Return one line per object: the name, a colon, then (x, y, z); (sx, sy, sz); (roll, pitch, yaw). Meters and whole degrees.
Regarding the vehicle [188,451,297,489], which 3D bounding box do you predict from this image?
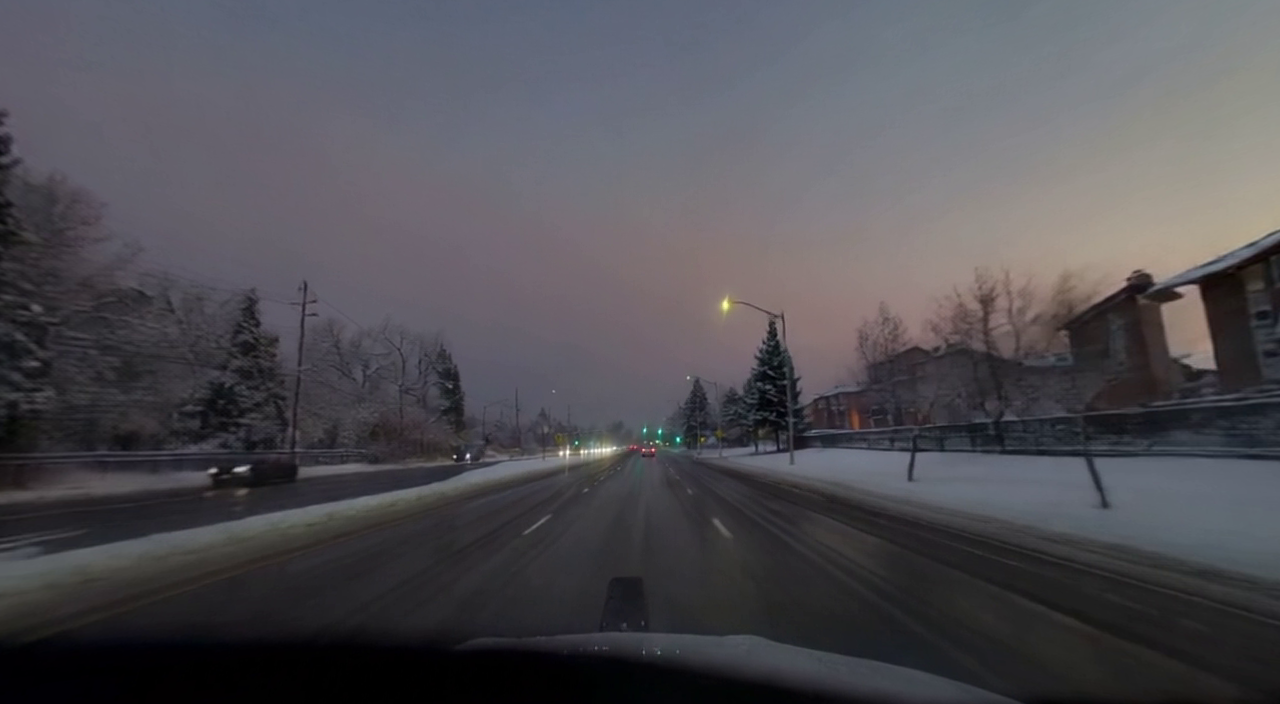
vehicle: (-18.308, 5.428, 29.336); (1.874, 1.467, 4.649); (-2, -8, 3)
